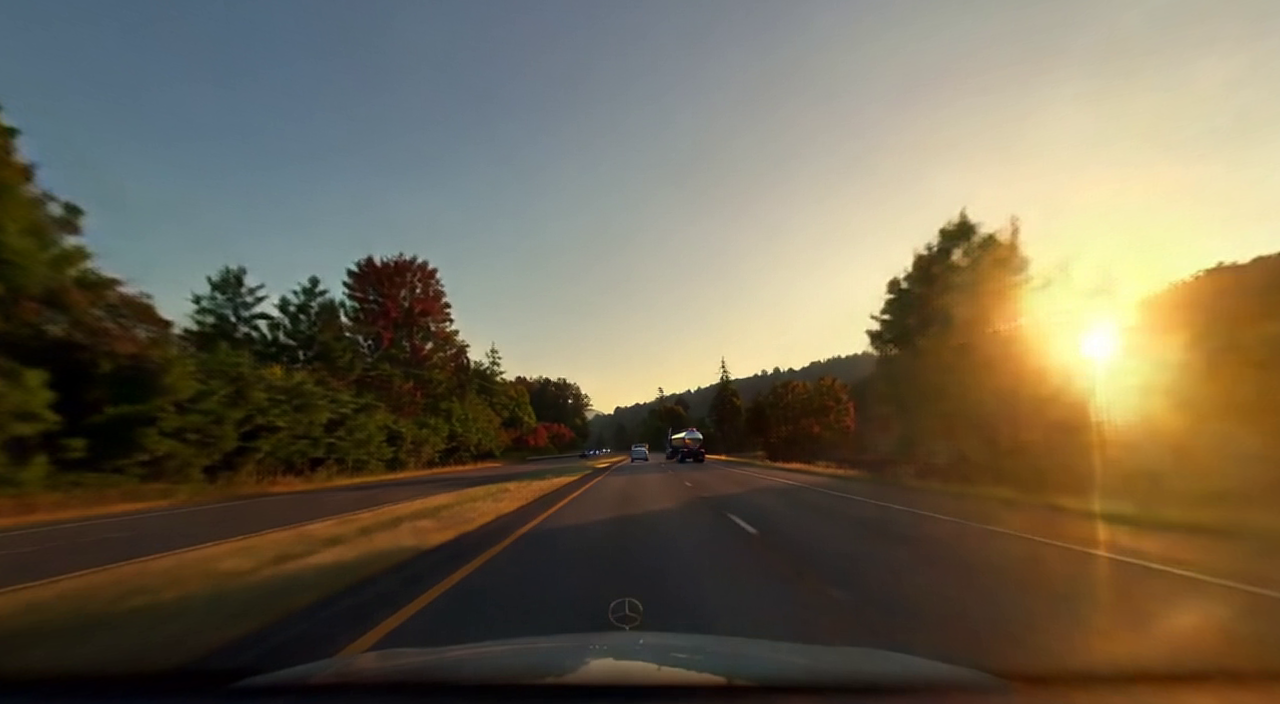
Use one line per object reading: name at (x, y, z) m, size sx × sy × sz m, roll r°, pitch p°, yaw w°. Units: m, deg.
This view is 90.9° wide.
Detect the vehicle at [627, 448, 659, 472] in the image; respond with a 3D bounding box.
vehicle at (0.177, 6.656, 38.956) m, size 1.926 × 1.386 × 3.615 m, roll 0°, pitch -9°, yaw 0°
